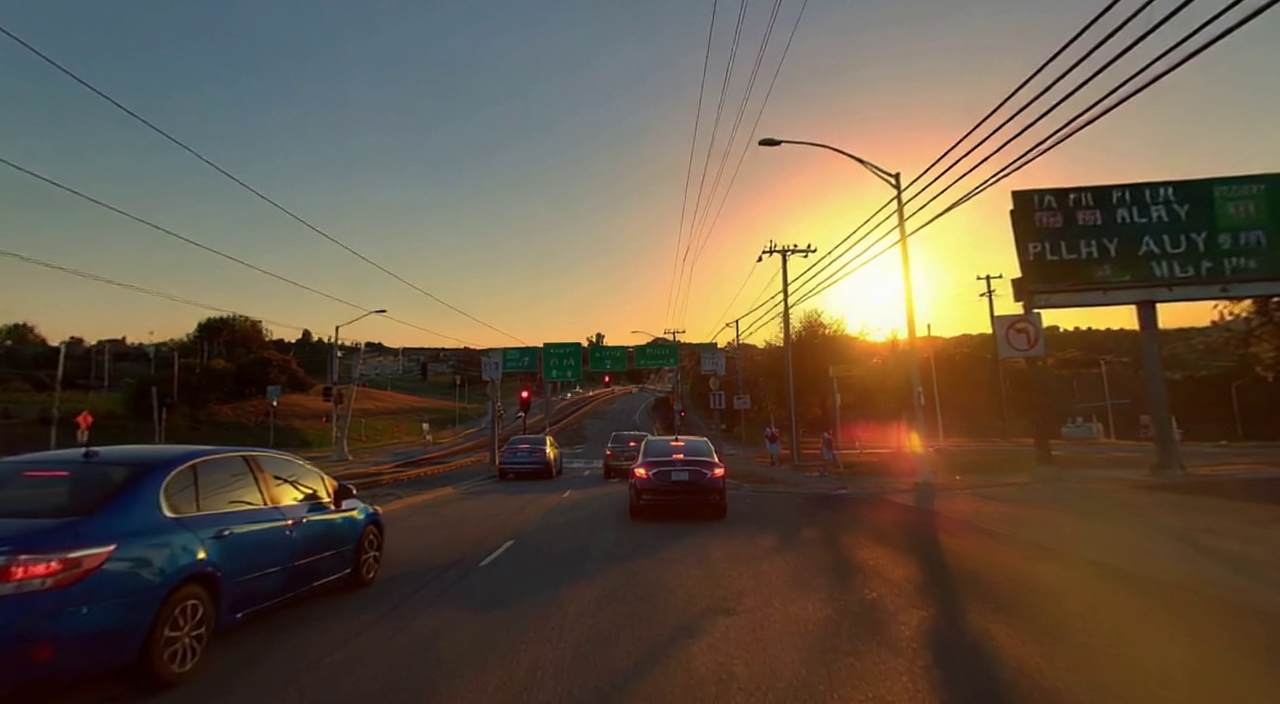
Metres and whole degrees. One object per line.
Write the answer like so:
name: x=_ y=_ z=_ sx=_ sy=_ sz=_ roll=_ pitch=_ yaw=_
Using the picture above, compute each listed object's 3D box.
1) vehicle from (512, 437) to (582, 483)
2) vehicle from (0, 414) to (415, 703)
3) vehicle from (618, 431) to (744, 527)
vehicle: x=-3.261 y=3.894 z=22.950 sx=1.984 sy=1.505 sz=4.047 roll=0 pitch=-9 yaw=-1
vehicle: x=-3.591 y=1.359 z=5.010 sx=1.956 sy=1.468 sz=4.585 roll=0 pitch=-9 yaw=0
vehicle: x=0.592 y=2.352 z=12.195 sx=1.998 sy=1.529 sz=3.960 roll=0 pitch=-9 yaw=-2
